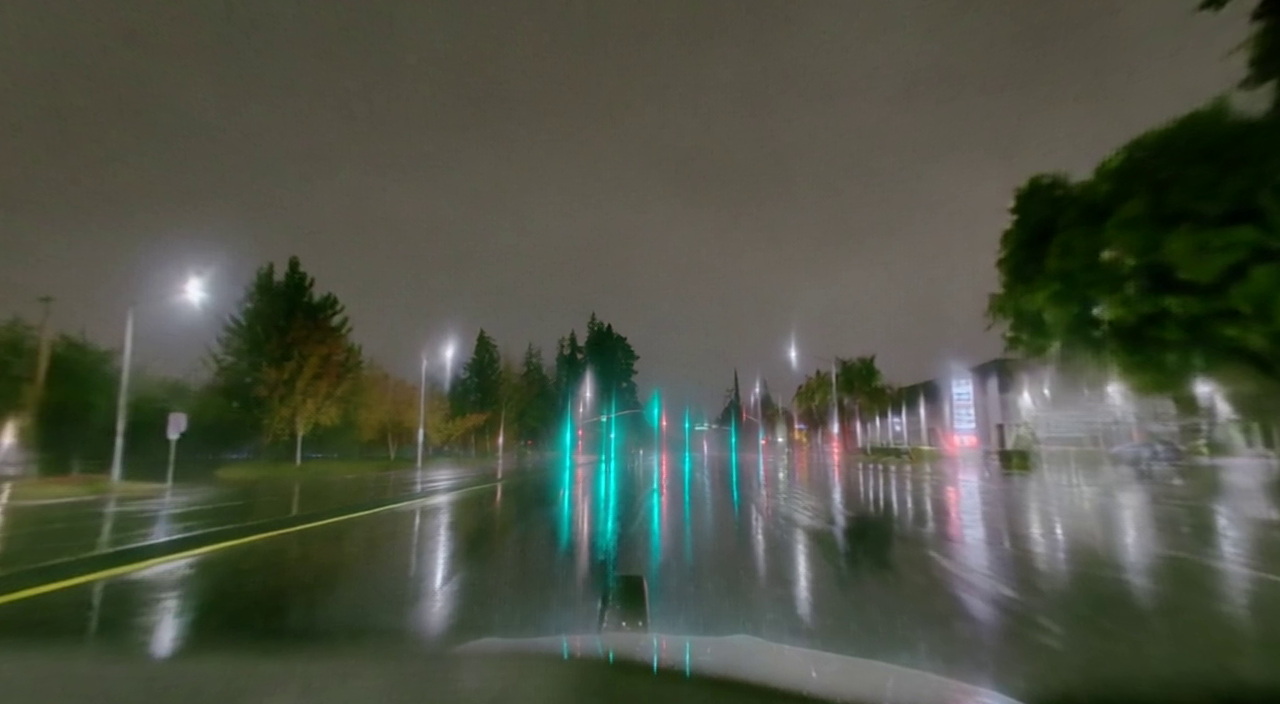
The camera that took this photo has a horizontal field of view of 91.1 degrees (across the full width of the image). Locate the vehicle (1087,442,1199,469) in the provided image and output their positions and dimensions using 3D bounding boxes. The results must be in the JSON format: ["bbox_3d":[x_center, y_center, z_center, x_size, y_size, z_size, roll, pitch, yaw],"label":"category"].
[{"bbox_3d":[27.971,5.748,35.046,4.440,1.378,1.936,0,-7,6],"label":"vehicle"}]
